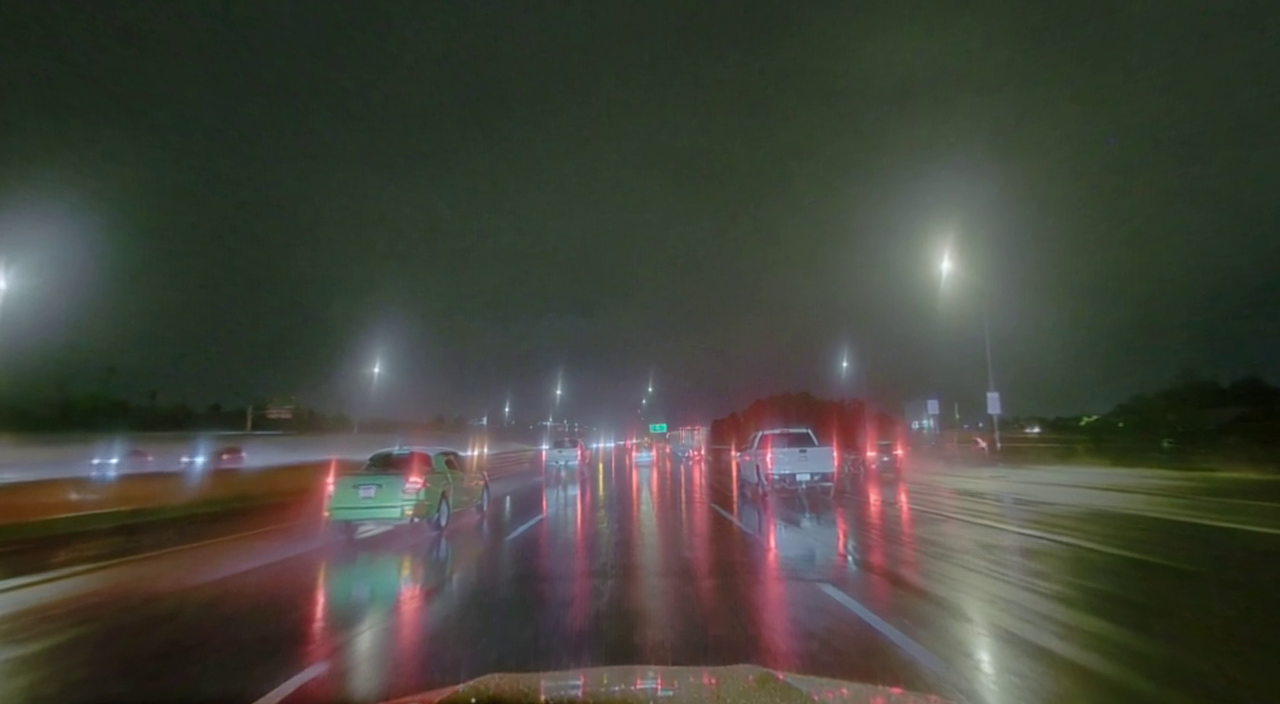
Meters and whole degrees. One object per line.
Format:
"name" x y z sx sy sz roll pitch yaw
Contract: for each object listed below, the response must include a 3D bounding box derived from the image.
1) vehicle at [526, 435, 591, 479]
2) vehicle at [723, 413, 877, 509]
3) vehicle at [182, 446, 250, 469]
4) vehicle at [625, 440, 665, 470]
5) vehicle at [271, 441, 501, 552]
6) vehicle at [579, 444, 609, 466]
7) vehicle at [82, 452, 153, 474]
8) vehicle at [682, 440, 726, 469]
"vehicle" -3.562 4.732 28.640 2.176 1.783 4.799 0 -9 2
"vehicle" 3.649 2.646 15.712 2.340 1.925 5.529 0 -9 -1
"vehicle" -30.770 7.660 45.880 1.875 1.542 4.486 0 -9 0
"vehicle" 0.248 5.836 35.755 2.147 1.572 4.094 0 -9 0
"vehicle" -3.797 2.209 10.388 1.947 1.424 4.264 0 -9 1
"vehicle" -3.318 7.495 45.858 1.907 1.484 3.954 0 -9 0
"vehicle" -38.265 8.102 46.225 1.751 1.485 4.008 0 -9 0
"vehicle" 3.832 6.244 38.423 2.145 1.636 4.437 1 -9 -1
